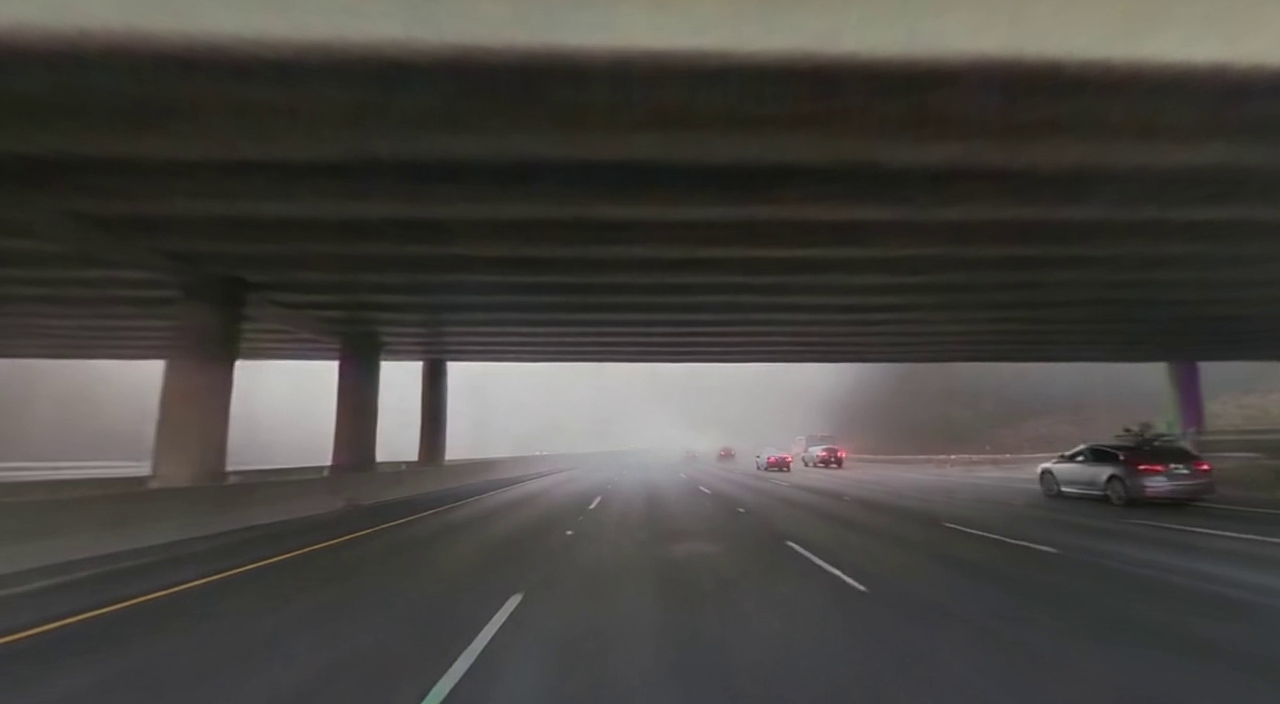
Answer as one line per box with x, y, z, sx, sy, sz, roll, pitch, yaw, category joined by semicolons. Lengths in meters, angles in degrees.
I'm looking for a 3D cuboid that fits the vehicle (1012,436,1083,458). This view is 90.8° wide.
29.892;7.023;46.601;1.967;1.491;4.970;0;-9;1;vehicle
